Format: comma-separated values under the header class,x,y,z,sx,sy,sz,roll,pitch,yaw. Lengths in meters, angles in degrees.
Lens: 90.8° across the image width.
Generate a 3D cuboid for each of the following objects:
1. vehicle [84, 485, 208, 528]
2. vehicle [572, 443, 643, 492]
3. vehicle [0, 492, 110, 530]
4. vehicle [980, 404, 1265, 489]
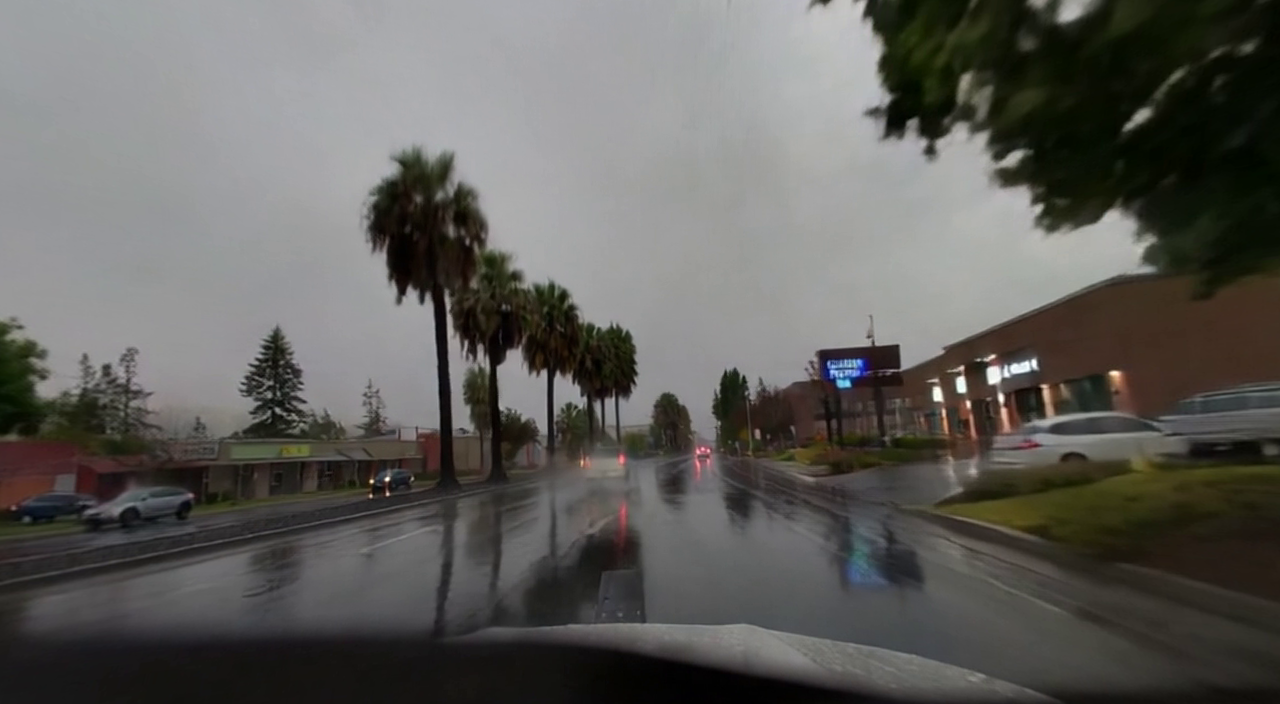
class,x,y,z,sx,sy,sz,roll,pitch,yaw
vehicle,-22.673,7.087,29.280,1.929,1.552,4.488,-1,-9,3
vehicle,-1.174,4.533,25.166,2.147,1.745,4.648,-1,-9,5
vehicle,-33.269,8.963,35.702,4.710,1.897,2.146,-1,-9,3
vehicle,10.696,2.175,14.447,4.577,1.750,2.115,-2,-9,8
